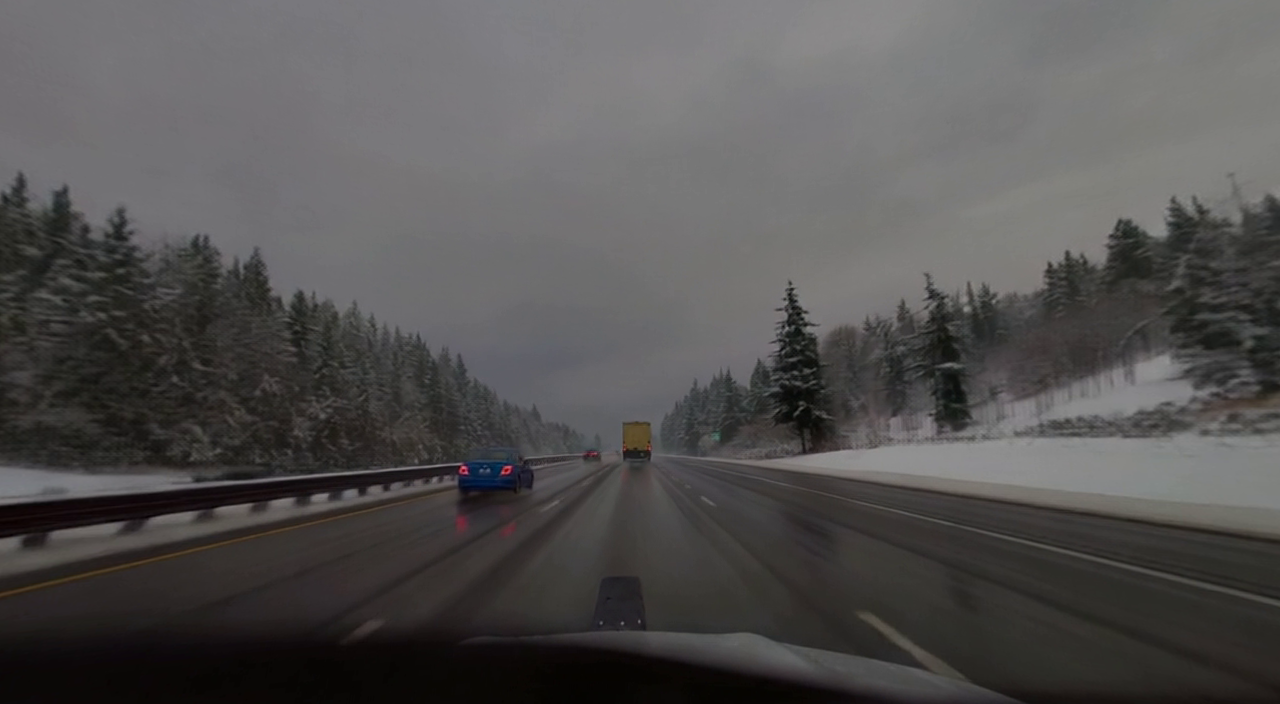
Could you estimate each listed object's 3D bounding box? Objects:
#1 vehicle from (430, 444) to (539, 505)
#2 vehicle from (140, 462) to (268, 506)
[{"bbox_3d":[-4.267,3.414,18.095,1.916,1.506,4.476,0,-9,1],"label":"vehicle"},{"bbox_3d":[-18.410,5.551,26.931,2.075,1.578,4.615,0,-9,2],"label":"vehicle"}]
